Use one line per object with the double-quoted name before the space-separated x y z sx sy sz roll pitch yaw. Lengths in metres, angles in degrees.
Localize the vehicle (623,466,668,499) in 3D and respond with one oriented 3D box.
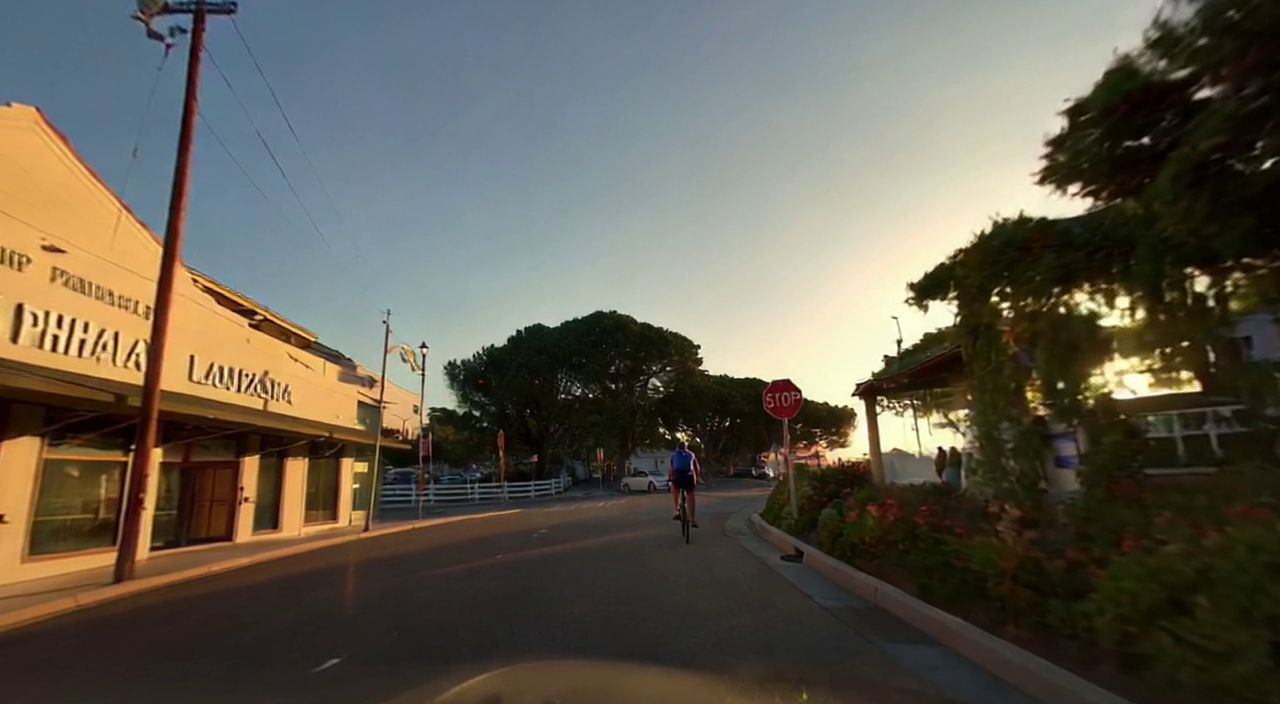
"vehicle" 0.199 7.192 35.188 2.112 1.479 5.323 0 -8 -4
